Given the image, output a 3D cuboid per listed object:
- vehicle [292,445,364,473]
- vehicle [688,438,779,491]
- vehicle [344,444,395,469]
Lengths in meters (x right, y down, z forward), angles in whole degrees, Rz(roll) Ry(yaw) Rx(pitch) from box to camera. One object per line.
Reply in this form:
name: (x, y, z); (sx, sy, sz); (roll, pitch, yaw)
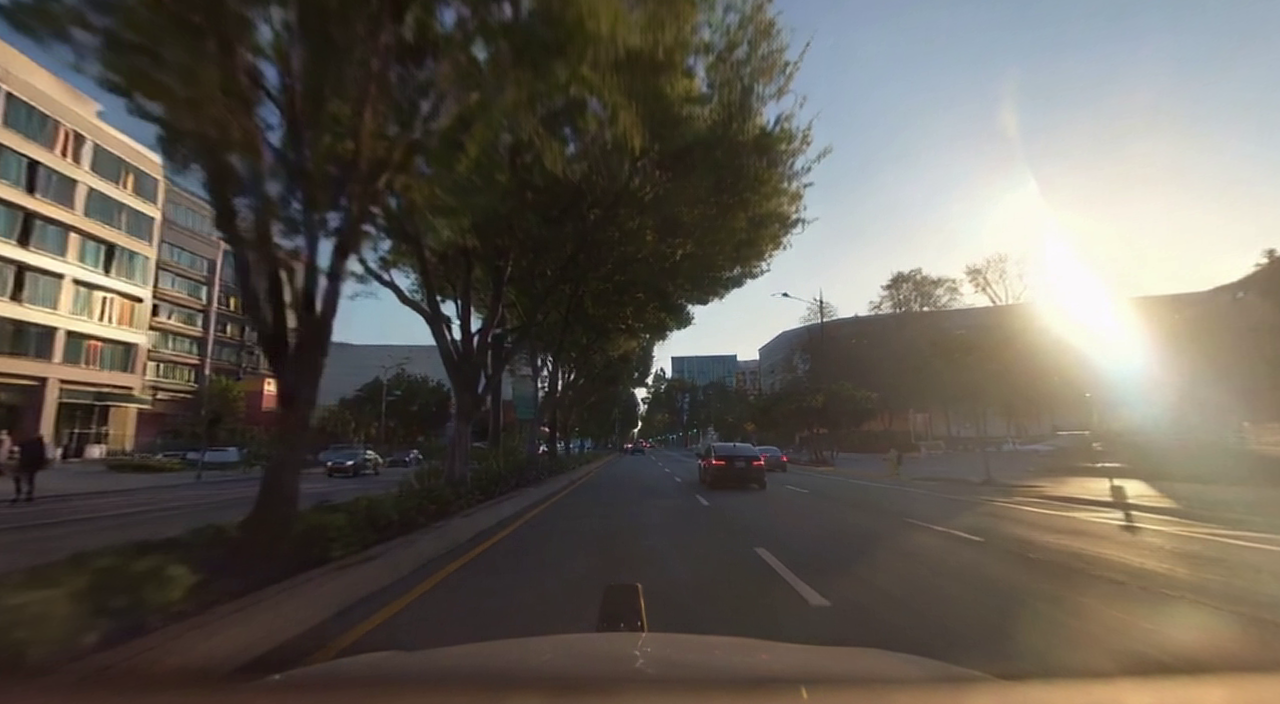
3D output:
vehicle: (-19.649, 6.732, 40.064); (1.977, 1.687, 4.909); (0, -8, 1)
vehicle: (2.815, 3.540, 20.220); (2.131, 1.491, 4.496); (0, -8, -1)
vehicle: (-19.637, 7.593, 46.000); (1.875, 1.734, 4.252); (0, -8, -1)
